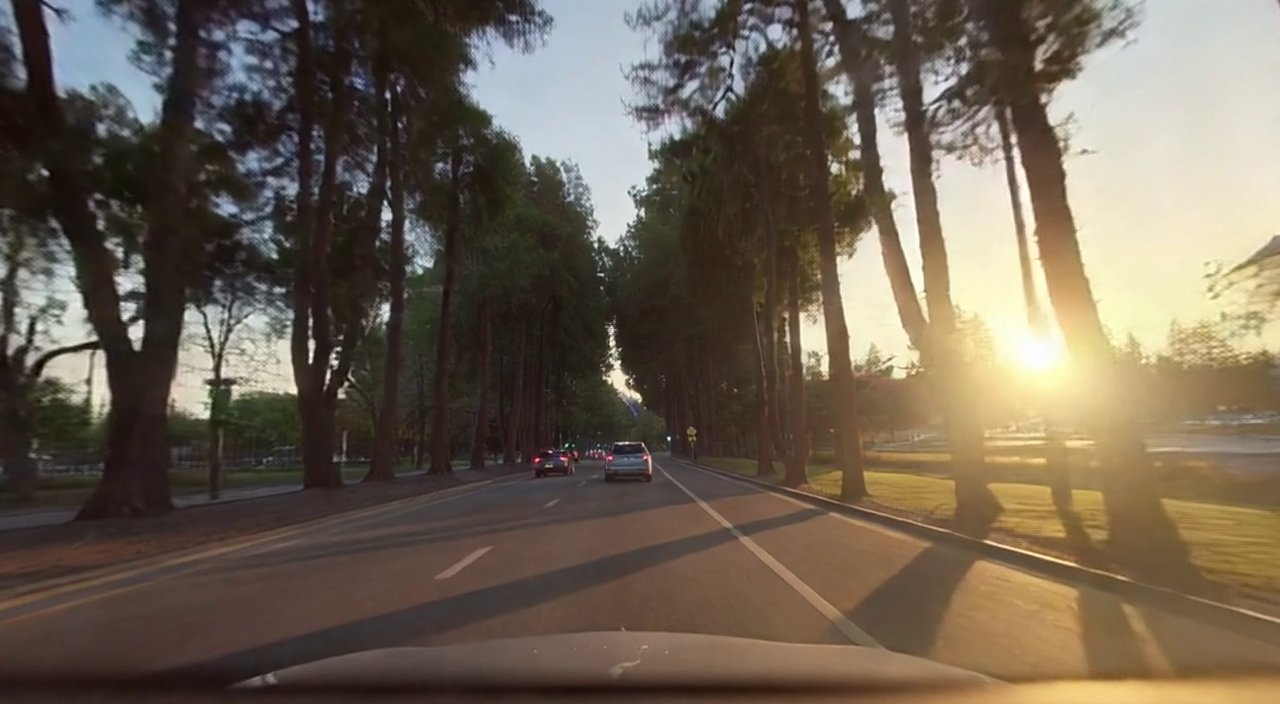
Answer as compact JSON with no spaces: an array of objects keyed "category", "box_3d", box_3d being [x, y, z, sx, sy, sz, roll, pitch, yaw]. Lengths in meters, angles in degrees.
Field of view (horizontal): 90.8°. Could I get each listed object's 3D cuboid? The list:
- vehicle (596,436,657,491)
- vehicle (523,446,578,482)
[{"category":"vehicle","box_3d":[-0.459,3.927,22.625,2.018,1.769,3.897,0,-8,0]},{"category":"vehicle","box_3d":[-4.155,5.248,29.859,1.936,1.538,4.016,0,-8,1]}]
